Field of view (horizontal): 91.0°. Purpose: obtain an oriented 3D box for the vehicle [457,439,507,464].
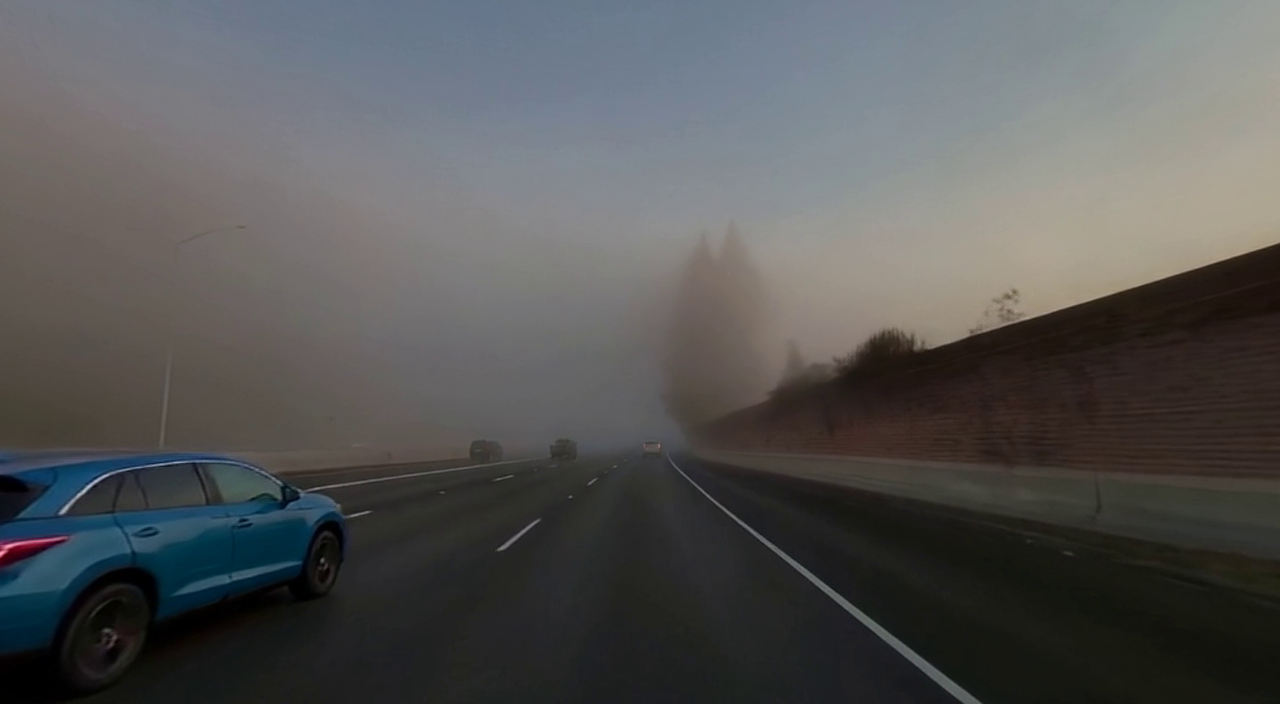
[{"bbox_3d":[-10.649,6.738,42.758,2.025,1.618,4.683,0,-8,2],"label":"vehicle"}]
